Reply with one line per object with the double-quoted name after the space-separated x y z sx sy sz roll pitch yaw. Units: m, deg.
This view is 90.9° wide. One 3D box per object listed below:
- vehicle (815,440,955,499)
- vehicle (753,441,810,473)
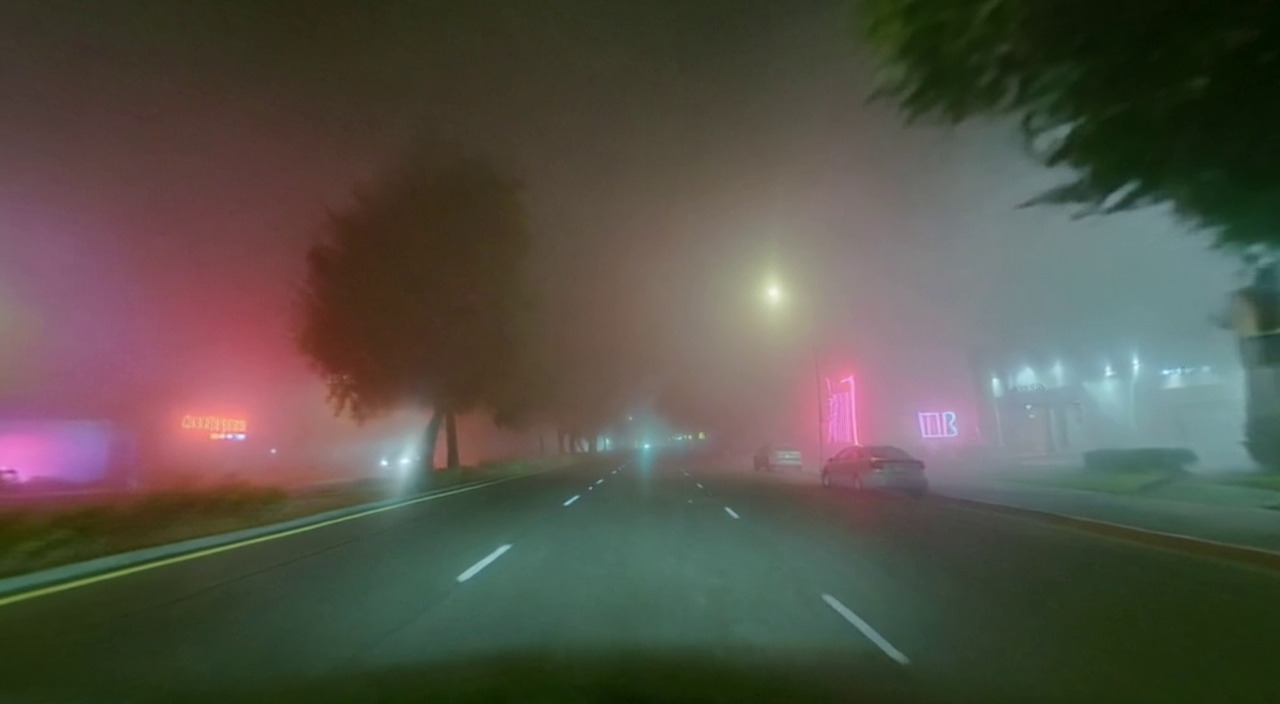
6.963 3.372 18.661 2.119 1.458 4.965 1 -8 -1 "vehicle"
7.099 5.282 32.096 1.923 1.498 4.676 0 -8 1 "vehicle"
